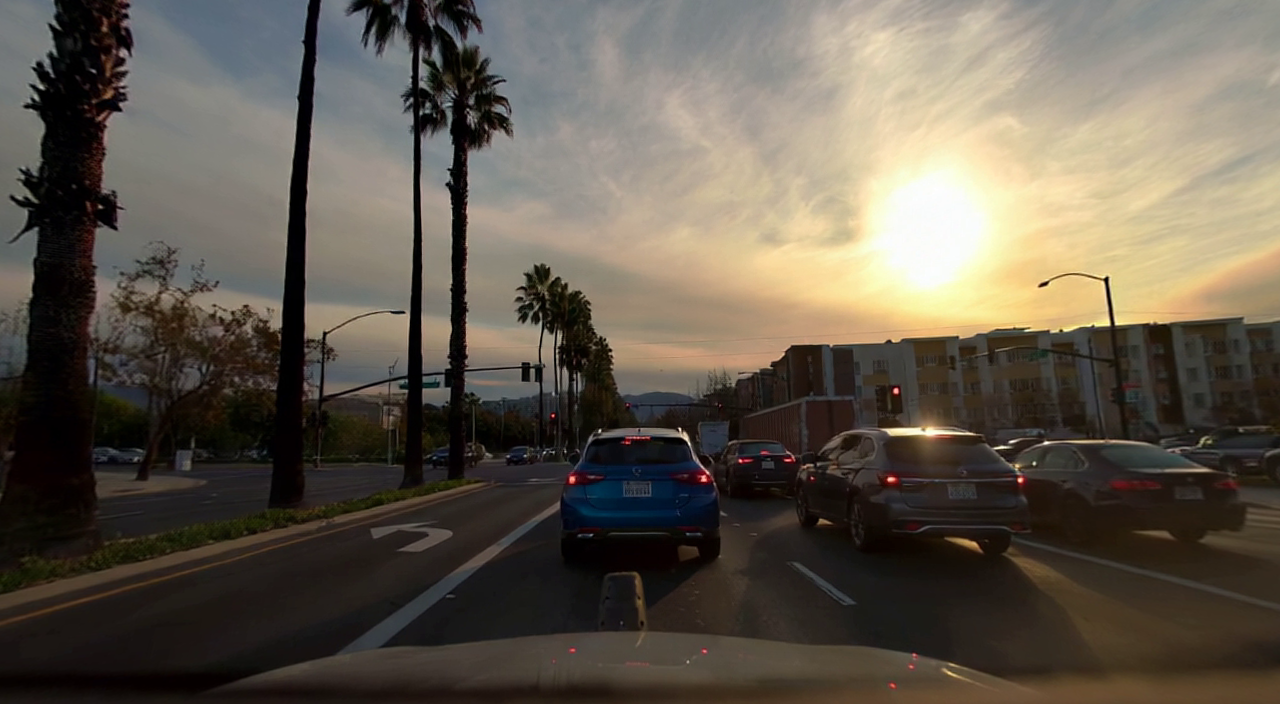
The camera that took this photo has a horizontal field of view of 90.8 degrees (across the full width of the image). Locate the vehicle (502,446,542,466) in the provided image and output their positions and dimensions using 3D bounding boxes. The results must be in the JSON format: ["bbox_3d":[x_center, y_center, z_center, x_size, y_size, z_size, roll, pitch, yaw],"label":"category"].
[{"bbox_3d":[-9.170,8.121,49.394,2.168,1.462,4.505,0,-9,1],"label":"vehicle"}]

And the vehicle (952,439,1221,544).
[{"bbox_3d":[7.354,2.292,11.037,1.832,1.477,3.981,0,-9,1],"label":"vehicle"}]

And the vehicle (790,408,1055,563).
[{"bbox_3d":[3.671,1.820,9.242,1.947,1.725,4.159,0,-9,0],"label":"vehicle"}]

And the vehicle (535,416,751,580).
[{"bbox_3d":[0.026,1.719,8.190,2.083,1.572,4.021,0,-9,0],"label":"vehicle"}]

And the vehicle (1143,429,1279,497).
[{"bbox_3d":[18.048,3.209,18.470,4.786,1.848,2.107,0,-9,-1],"label":"vehicle"}]

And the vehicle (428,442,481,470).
[{"bbox_3d":[-12.435,7.016,42.626,2.180,1.776,4.521,0,-9,0],"label":"vehicle"}]
